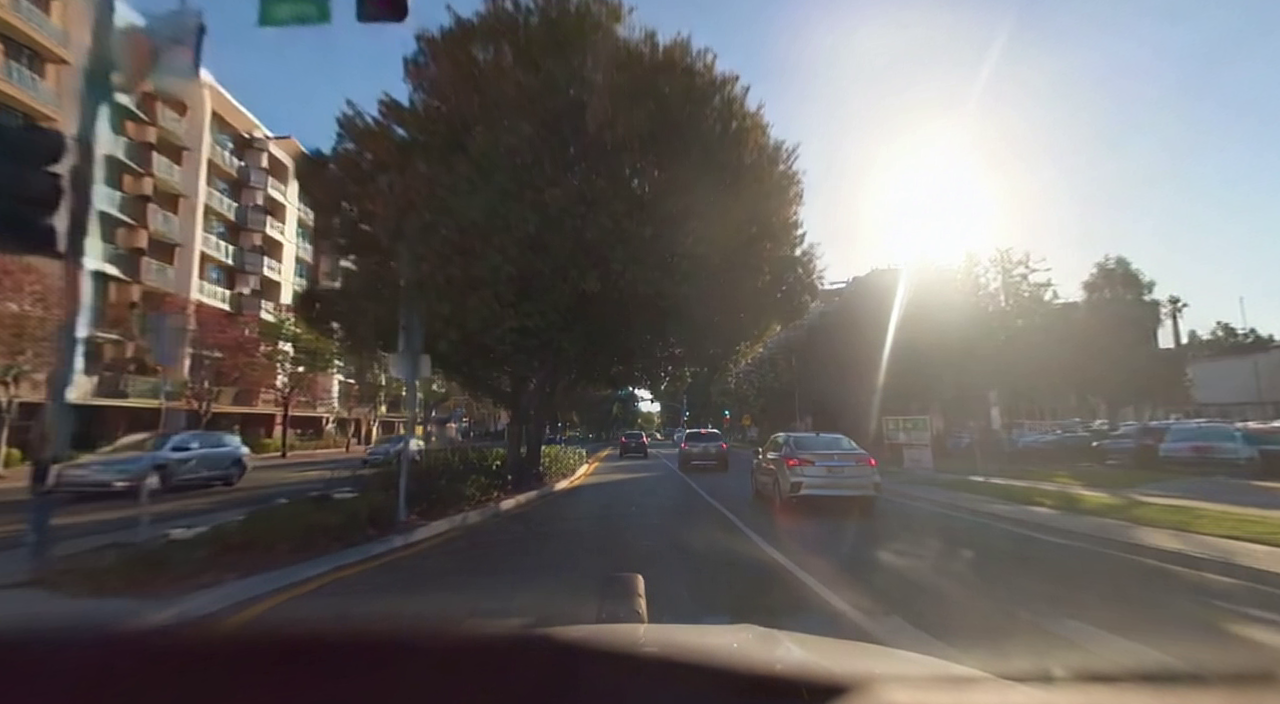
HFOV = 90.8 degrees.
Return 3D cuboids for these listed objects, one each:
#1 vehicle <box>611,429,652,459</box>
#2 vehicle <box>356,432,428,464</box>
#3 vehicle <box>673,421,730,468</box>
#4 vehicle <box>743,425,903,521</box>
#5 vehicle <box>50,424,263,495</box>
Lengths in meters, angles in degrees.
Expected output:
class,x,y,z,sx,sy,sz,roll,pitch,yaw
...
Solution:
class,x,y,z,sx,sy,sz,roll,pitch,yaw
vehicle,-0.489,4.969,34.282,2.059,1.492,3.925,0,-8,-2
vehicle,-12.788,4.954,32.845,1.926,1.446,4.565,-1,-8,0
vehicle,2.633,4.109,28.236,2.206,1.858,5.332,1,-8,2
vehicle,3.454,2.333,12.841,1.906,1.608,4.137,0,-8,-1
vehicle,-12.185,2.715,16.440,1.969,1.566,4.549,0,-8,-1
